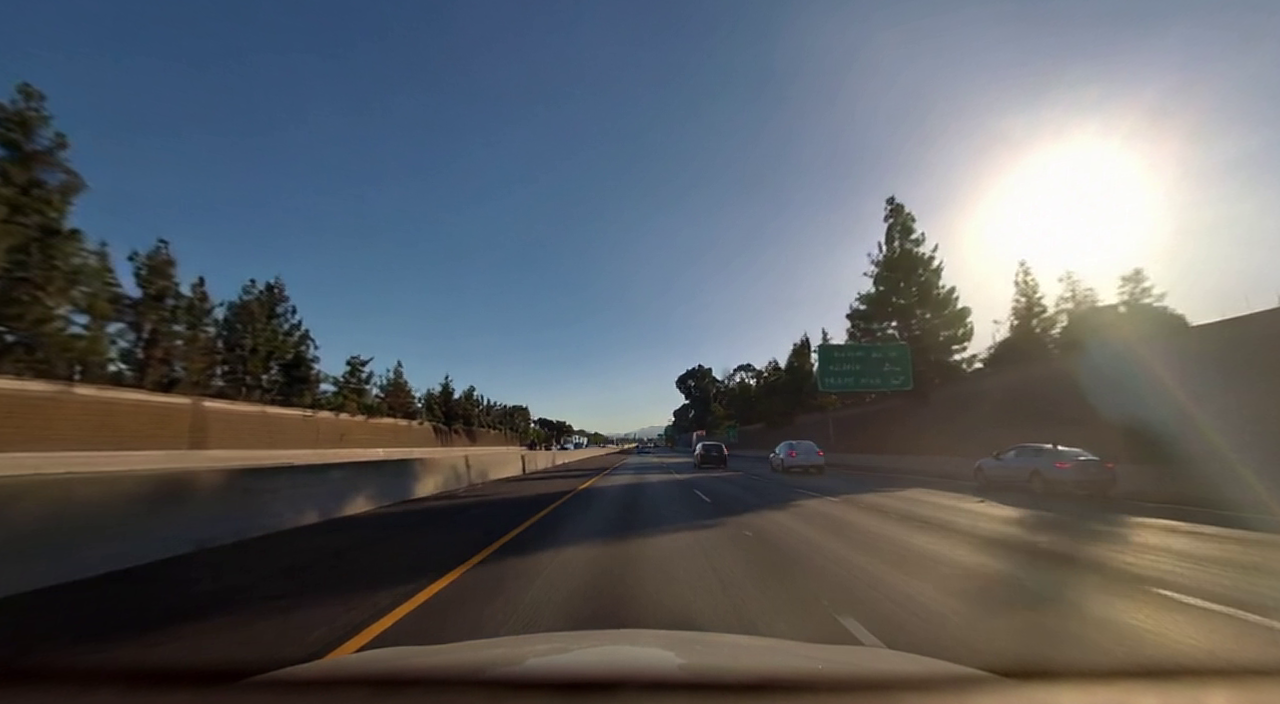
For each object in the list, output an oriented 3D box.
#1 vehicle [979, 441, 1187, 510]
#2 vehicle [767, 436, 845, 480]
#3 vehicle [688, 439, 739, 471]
[{"bbox_3d":[10.801,3.015,15.925,1.970,1.479,4.480,0,-8,0],"label":"vehicle"},{"bbox_3d":[7.229,4.663,27.986,2.178,1.749,4.570,0,-8,0],"label":"vehicle"},{"bbox_3d":[4.015,5.717,35.099,2.326,1.644,4.206,0,-8,0],"label":"vehicle"}]
